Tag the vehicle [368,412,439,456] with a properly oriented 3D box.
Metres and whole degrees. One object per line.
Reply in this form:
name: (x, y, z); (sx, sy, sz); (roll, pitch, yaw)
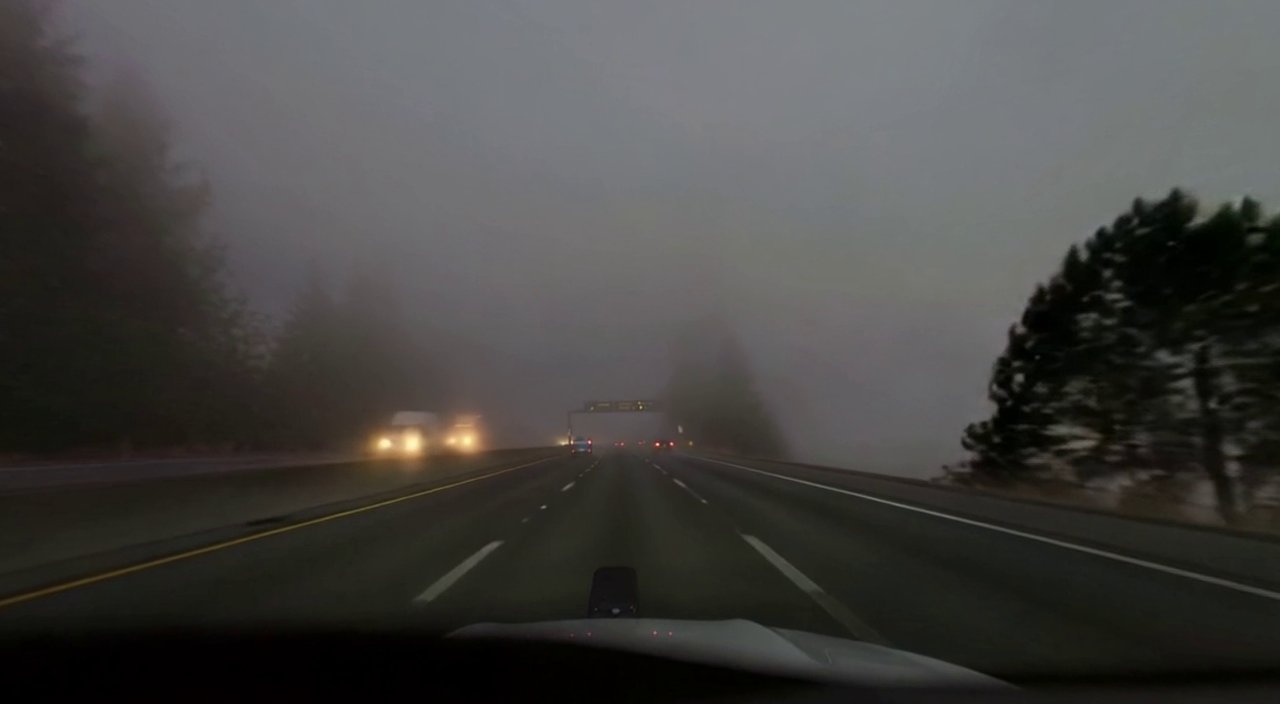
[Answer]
vehicle: (-15.744, 5.543, 42.295); (2.366, 2.696, 6.313); (0, -8, -1)
